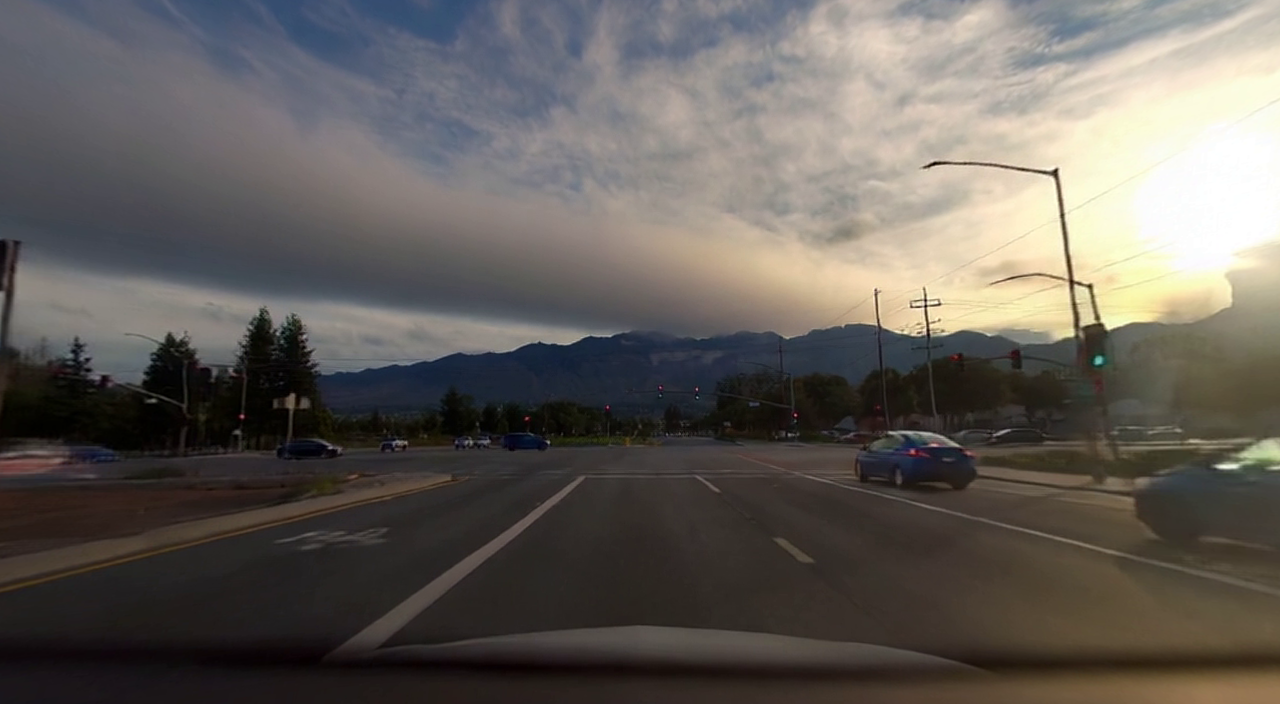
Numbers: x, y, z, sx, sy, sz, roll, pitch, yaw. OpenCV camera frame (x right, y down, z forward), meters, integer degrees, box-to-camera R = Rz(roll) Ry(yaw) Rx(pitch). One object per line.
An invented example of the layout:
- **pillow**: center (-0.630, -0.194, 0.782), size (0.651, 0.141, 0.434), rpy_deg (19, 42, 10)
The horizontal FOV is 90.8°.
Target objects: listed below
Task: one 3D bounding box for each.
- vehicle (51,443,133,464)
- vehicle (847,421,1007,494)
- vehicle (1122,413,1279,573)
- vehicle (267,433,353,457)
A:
- **vehicle**: center (-40.928, 7.560, 47.232), size (4.218, 1.542, 2.044), rpy_deg (0, -8, 0)
- **vehicle**: center (6.993, 2.636, 16.089), size (1.899, 1.570, 4.666), rpy_deg (0, -8, 0)
- **vehicle**: center (6.977, 1.254, 5.455), size (1.990, 1.480, 4.624), rpy_deg (0, -8, 0)
- **vehicle**: center (-25.065, 7.084, 48.110), size (5.228, 1.805, 2.246), rpy_deg (1, -8, -6)
